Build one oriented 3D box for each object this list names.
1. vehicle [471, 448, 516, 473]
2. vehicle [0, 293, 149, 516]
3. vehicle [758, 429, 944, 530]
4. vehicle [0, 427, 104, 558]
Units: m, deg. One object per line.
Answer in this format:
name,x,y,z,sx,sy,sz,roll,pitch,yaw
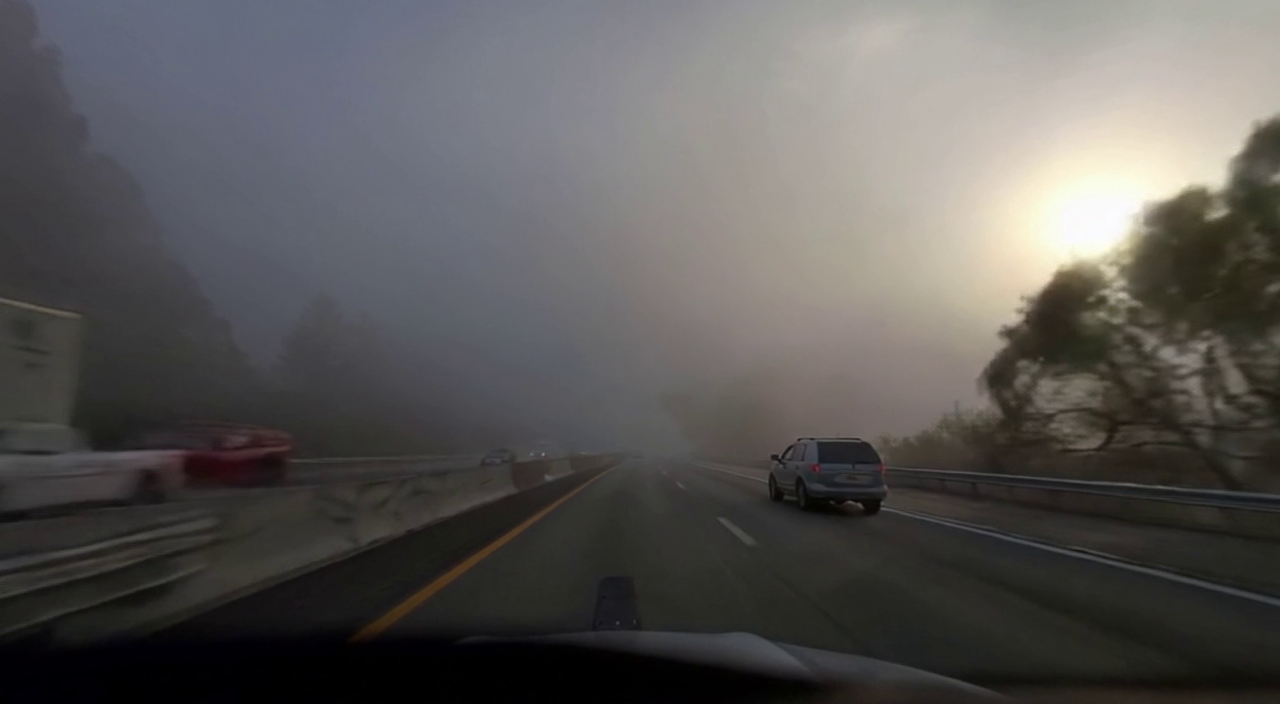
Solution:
vehicle,-9.437,7.010,40.608,1.897,1.540,4.049,-1,-9,0
vehicle,-13.366,0.194,6.600,3.099,4.089,16.683,0,-9,-1
vehicle,3.979,2.501,12.900,2.089,1.660,4.729,0,-9,-1
vehicle,-9.073,1.672,7.219,2.023,1.628,4.241,0,-9,-1
